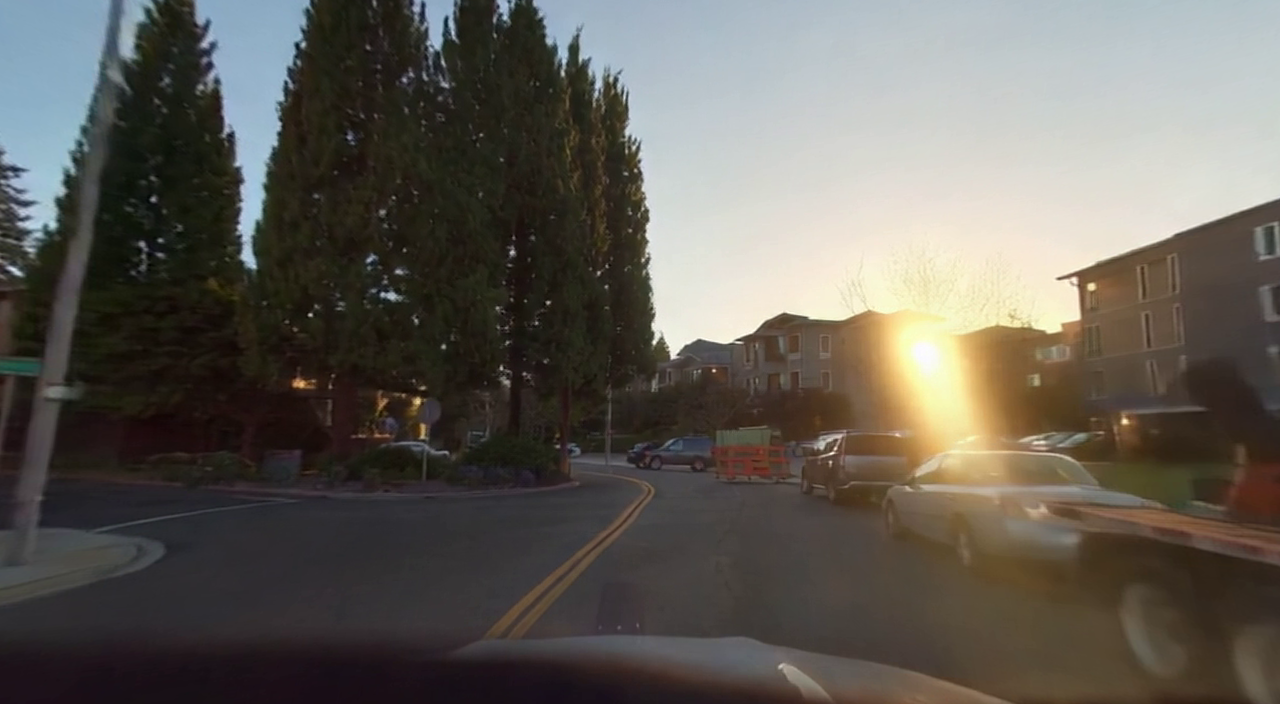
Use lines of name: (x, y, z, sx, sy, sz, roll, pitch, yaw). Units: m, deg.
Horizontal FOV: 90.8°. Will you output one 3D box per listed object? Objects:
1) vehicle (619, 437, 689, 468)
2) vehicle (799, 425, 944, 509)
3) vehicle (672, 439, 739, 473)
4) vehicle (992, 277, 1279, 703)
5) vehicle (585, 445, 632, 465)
vehicle: (0.781, 6.664, 42.172, 2.511, 1.904, 6.143, 3, -9, -21)
vehicle: (5.528, 2.802, 15.807, 1.922, 1.785, 4.513, 0, -9, 0)
vehicle: (3.474, 5.645, 34.425, 1.967, 1.698, 4.649, 3, -9, -17)
vehicle: (3.769, 0.494, 0.784, 2.874, 2.021, 7.293, 0, -9, 4)
vehicle: (-2.511, 8.003, 49.328, 1.789, 1.504, 4.435, 5, -10, -29)
